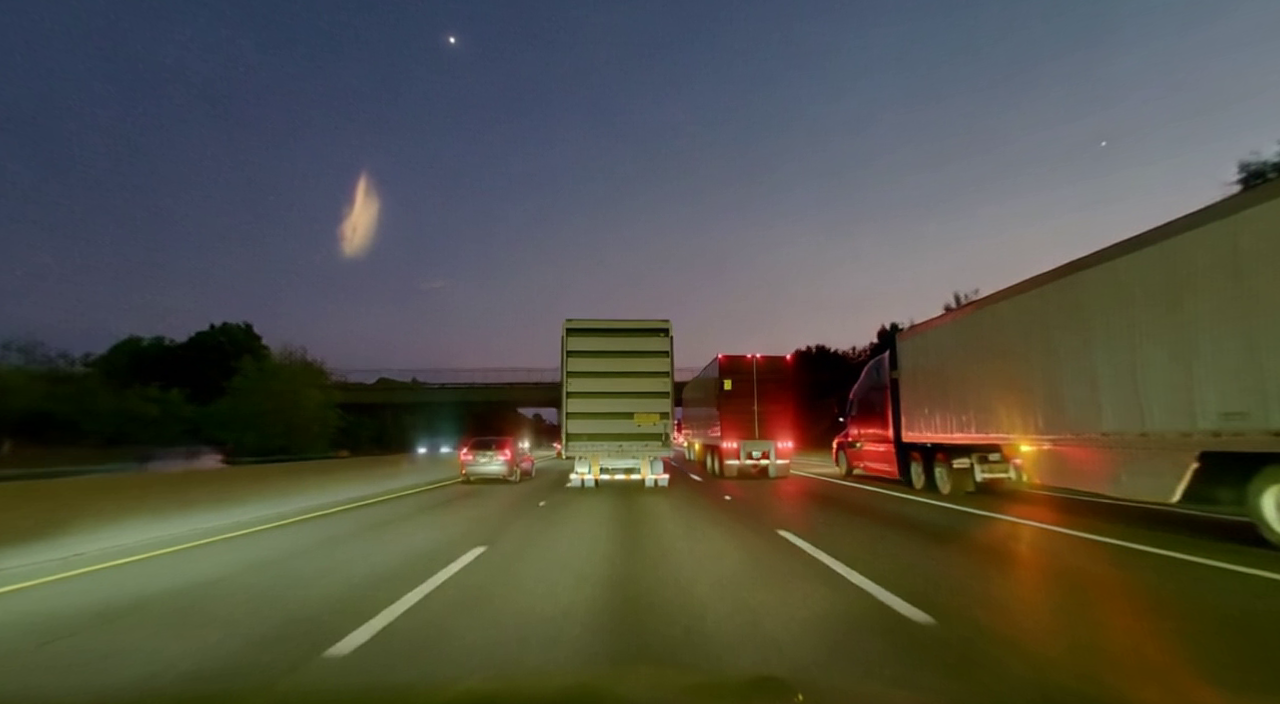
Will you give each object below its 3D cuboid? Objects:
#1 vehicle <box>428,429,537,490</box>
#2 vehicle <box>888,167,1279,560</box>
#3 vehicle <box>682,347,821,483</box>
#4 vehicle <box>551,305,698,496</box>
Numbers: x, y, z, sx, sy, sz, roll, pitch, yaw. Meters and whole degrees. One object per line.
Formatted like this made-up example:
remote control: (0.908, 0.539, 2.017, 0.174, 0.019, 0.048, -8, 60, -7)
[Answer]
vehicle: (-4.163, 2.884, 17.332, 2.049, 1.483, 3.786, 0, -8, 0)
vehicle: (8.209, 0.576, 10.027, 3.000, 4.114, 13.063, 0, -8, -1)
vehicle: (3.550, 2.543, 23.701, 2.817, 3.886, 11.491, 0, -8, -2)
vehicle: (-0.536, 1.724, 18.759, 3.090, 4.065, 10.702, 0, -8, -2)
